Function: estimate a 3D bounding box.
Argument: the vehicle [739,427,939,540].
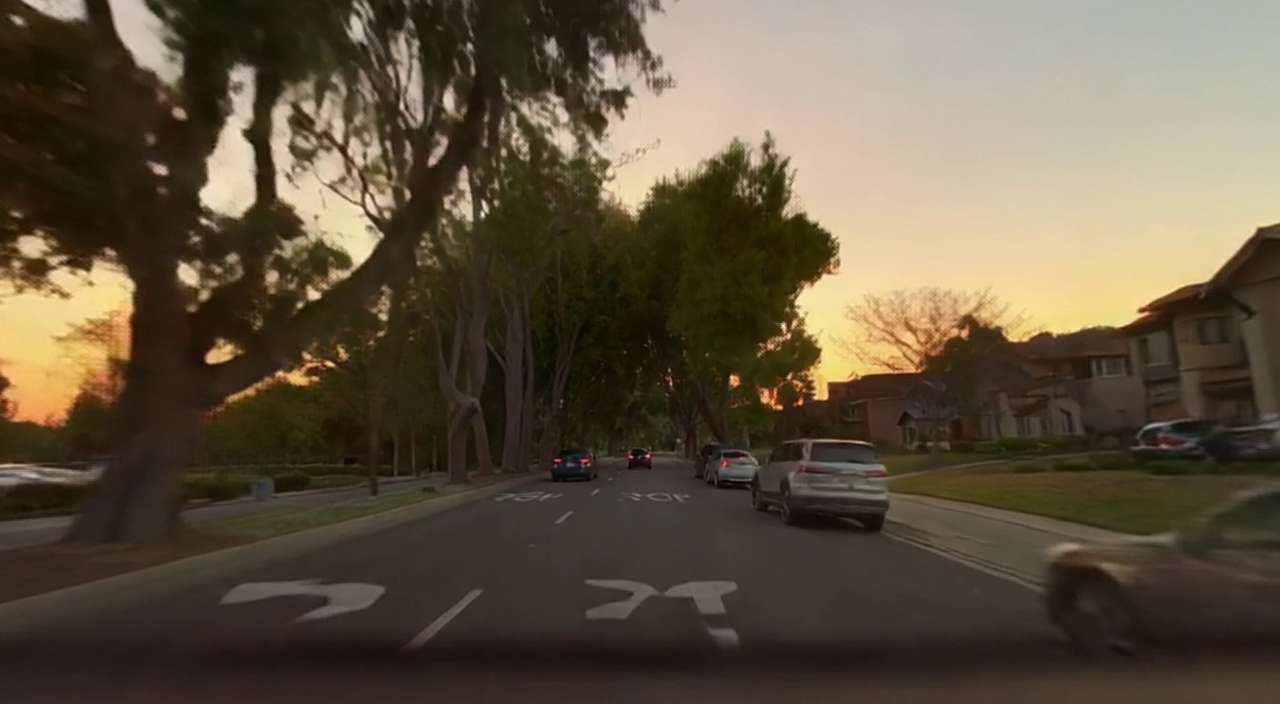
[{"bbox_3d":[3.742,2.579,13.170,2.273,1.860,5.077,0,-9,-3],"label":"vehicle"}]

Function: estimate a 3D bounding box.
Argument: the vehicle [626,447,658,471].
[{"bbox_3d":[0.167,7.504,44.585,2.142,1.548,4.273,0,-9,1],"label":"vehicle"}]

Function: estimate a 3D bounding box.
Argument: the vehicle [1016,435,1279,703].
[{"bbox_3d":[3.741,1.024,2.120,2.019,1.495,4.755,0,-9,0],"label":"vehicle"}]

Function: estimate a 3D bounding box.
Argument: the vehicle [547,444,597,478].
[{"bbox_3d":[-3.532,5.794,33.759,2.129,1.668,4.722,0,-9,0],"label":"vehicle"}]

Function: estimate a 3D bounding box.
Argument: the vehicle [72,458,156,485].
[{"bbox_3d":[-36.283,8.216,43.754,1.890,1.711,4.456,0,-9,1],"label":"vehicle"}]

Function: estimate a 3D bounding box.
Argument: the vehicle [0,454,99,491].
[{"bbox_3d":[-41.089,8.147,43.261,2.306,2.086,6.132,-2,-7,5],"label":"vehicle"}]
